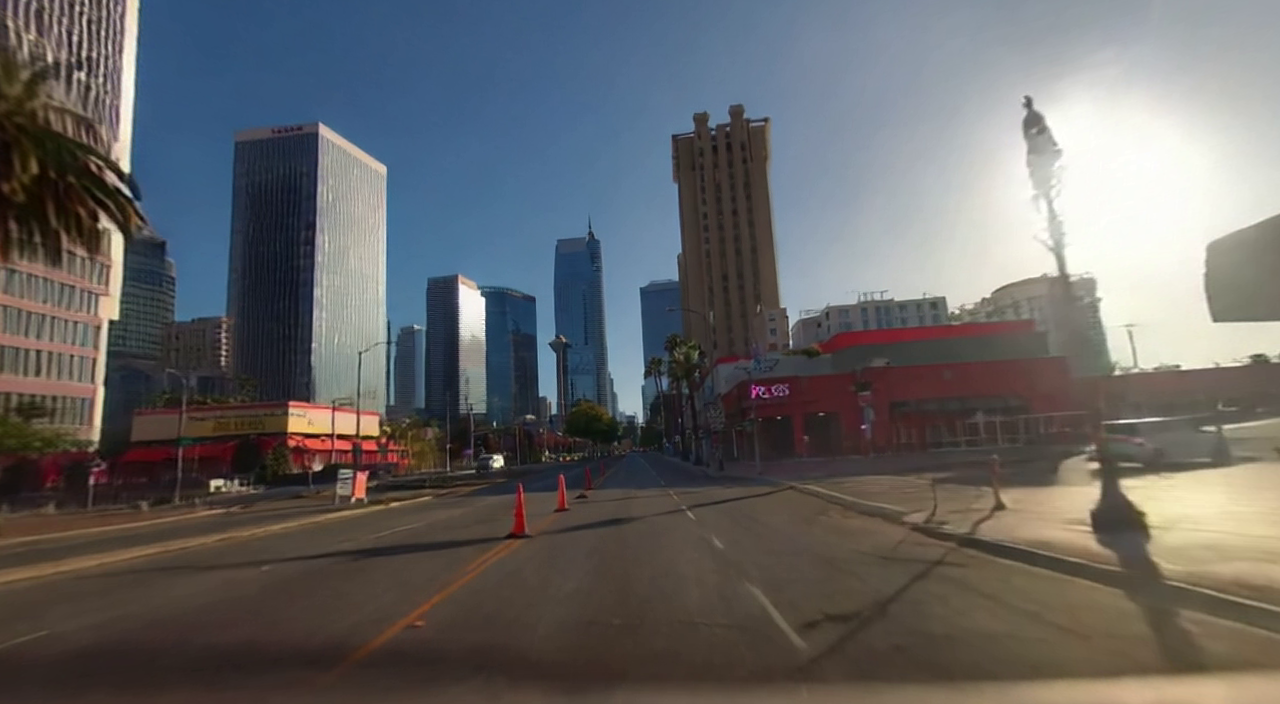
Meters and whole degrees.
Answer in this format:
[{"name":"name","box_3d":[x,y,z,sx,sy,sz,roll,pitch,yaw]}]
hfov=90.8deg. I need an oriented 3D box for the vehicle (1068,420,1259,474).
[{"name":"vehicle","box_3d":[16.345,2.968,19.776,5.091,1.528,1.972,2,-10,-17]}]
